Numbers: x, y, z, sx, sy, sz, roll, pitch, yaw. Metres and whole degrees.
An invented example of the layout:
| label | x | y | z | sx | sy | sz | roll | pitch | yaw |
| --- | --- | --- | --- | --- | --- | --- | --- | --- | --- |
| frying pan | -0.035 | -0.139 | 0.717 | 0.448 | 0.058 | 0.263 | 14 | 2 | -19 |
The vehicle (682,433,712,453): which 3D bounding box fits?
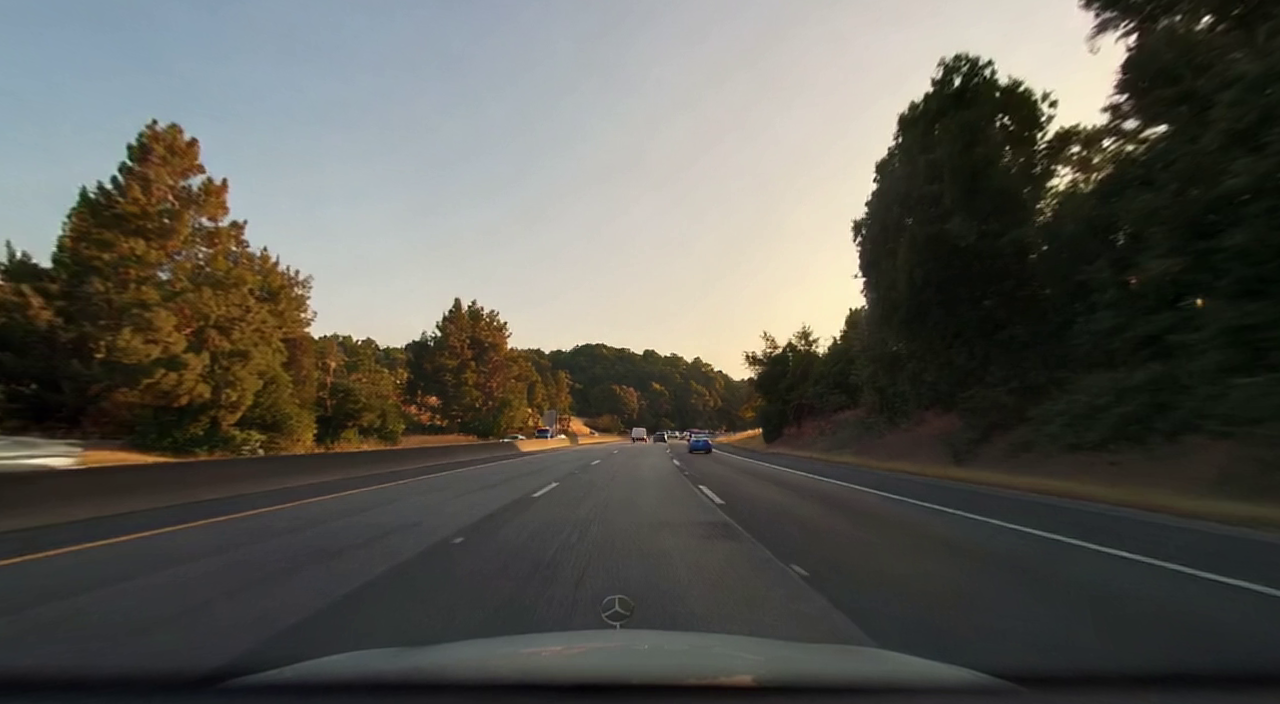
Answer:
| label | x | y | z | sx | sy | sz | roll | pitch | yaw |
| --- | --- | --- | --- | --- | --- | --- | --- | --- | --- |
| vehicle | 4.335 | 7.008 | 48.561 | 1.982 | 1.452 | 4.294 | 0 | -8 | 1 |
